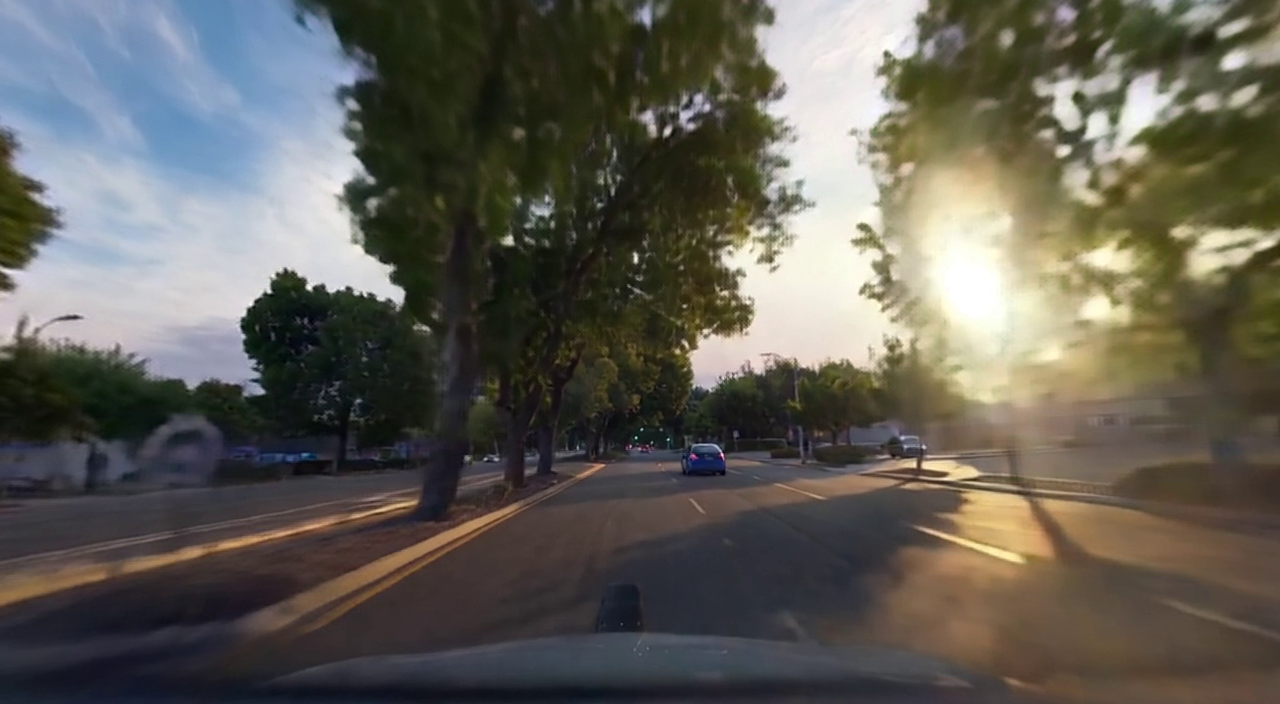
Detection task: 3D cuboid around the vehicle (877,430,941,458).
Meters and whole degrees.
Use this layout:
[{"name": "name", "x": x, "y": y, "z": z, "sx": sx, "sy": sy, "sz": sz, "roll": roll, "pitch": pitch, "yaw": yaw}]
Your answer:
[{"name": "vehicle", "x": 19.912, "y": 6.813, "z": 47.139, "sx": 2.247, "sy": 1.917, "sz": 5.791, "roll": 1, "pitch": -8, "yaw": 0}]

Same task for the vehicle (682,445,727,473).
[{"name": "vehicle", "x": 3.426, "y": 5.742, "z": 34.168, "sx": 1.929, "sy": 1.411, "sz": 4.284, "roll": 0, "pitch": -8, "yaw": -1}]
